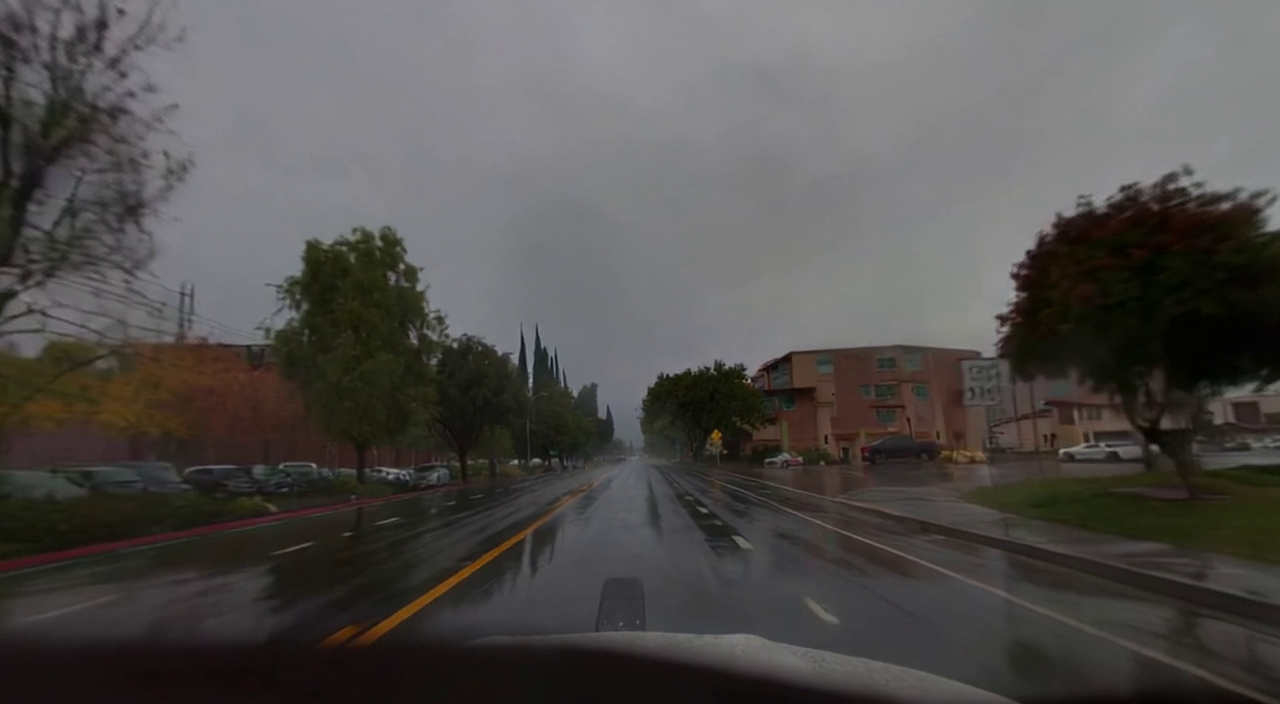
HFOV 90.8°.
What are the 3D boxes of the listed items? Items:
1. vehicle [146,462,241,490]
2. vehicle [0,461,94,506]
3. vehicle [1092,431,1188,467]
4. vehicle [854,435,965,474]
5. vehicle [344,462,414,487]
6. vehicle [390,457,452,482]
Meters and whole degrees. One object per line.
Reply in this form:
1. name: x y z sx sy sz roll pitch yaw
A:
1. vehicle: -27.292 7.579 38.786 4.272 1.613 1.855 2 -9 -14
2. vehicle: -26.510 5.563 26.854 4.450 1.749 1.925 3 -9 -18
3. vehicle: 23.153 4.479 29.223 4.694 1.496 1.845 5 -10 -31
4. vehicle: 12.760 4.865 30.014 4.632 1.701 1.975 -4 -10 26
5. vehicle: -17.363 8.072 41.958 4.708 1.472 1.994 -6 -11 35
6. vehicle: -16.538 8.844 47.641 4.311 1.746 1.984 -5 -10 30
